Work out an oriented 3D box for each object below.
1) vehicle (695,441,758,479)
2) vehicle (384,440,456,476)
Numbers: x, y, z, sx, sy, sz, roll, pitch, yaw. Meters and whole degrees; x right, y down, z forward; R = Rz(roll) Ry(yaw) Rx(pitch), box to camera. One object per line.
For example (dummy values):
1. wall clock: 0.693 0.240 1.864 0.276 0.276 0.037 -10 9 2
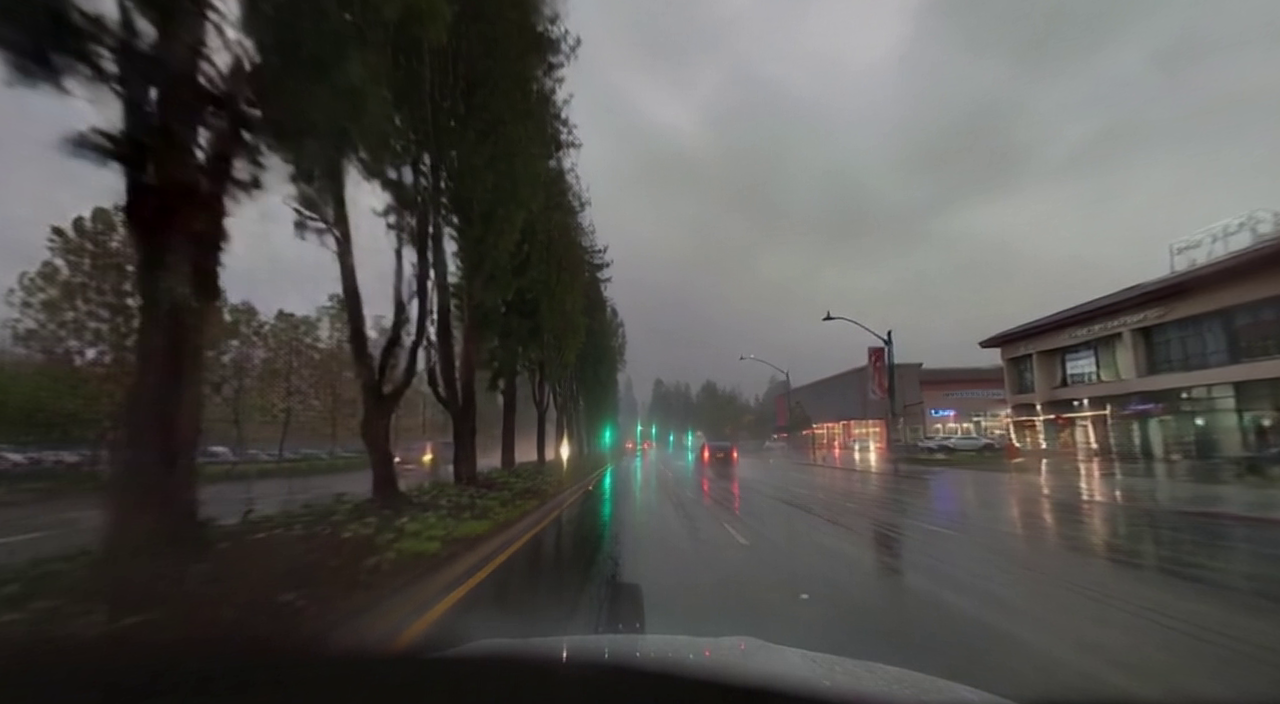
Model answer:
1. vehicle: 3.592 4.587 27.150 1.983 1.482 4.463 0 -9 -1
2. vehicle: -11.833 5.741 34.363 2.116 1.789 4.889 0 -9 0
